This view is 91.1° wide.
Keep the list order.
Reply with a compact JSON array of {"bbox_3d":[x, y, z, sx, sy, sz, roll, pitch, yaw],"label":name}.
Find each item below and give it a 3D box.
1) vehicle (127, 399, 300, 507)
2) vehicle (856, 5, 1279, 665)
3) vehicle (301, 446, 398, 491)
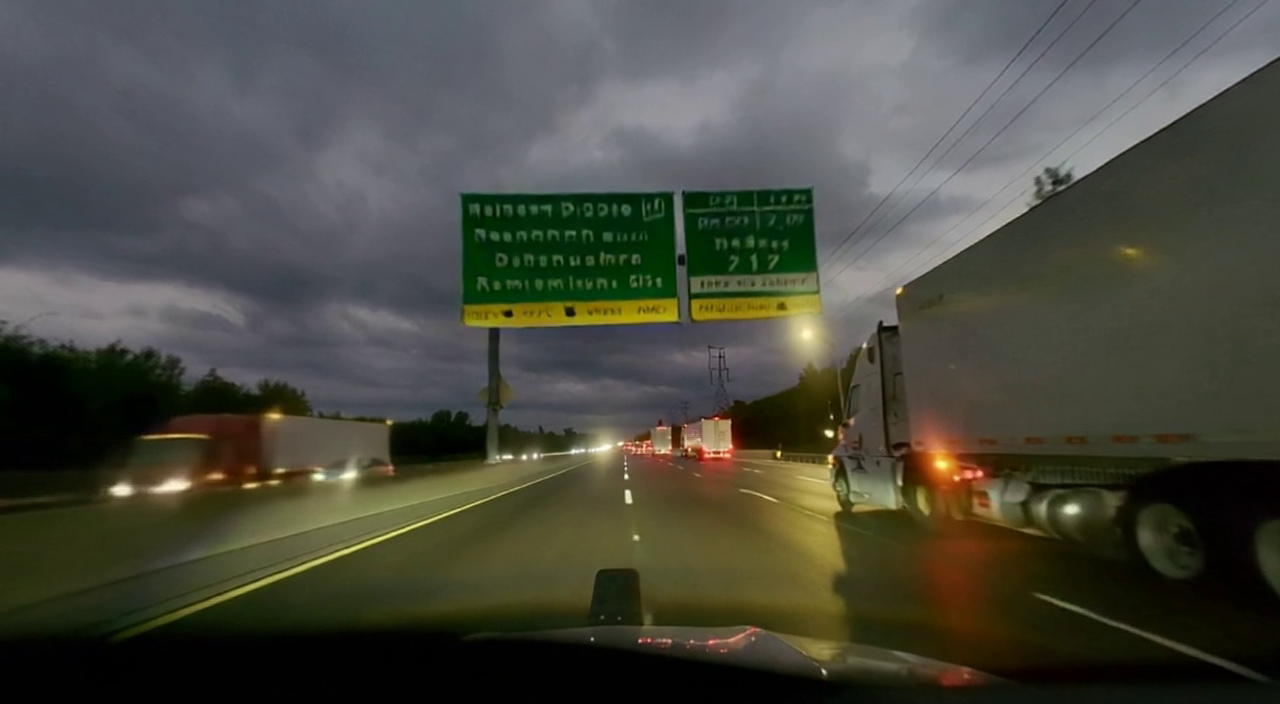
[{"bbox_3d":[-17.656,4.245,26.681,2.962,4.023,6.073,0,-9,-2],"label":"vehicle"},{"bbox_3d":[5.300,0.186,5.875,2.869,4.048,8.895,0,-9,-3],"label":"vehicle"},{"bbox_3d":[-13.902,5.567,30.473,2.464,1.975,4.855,0,-9,-1],"label":"vehicle"}]
